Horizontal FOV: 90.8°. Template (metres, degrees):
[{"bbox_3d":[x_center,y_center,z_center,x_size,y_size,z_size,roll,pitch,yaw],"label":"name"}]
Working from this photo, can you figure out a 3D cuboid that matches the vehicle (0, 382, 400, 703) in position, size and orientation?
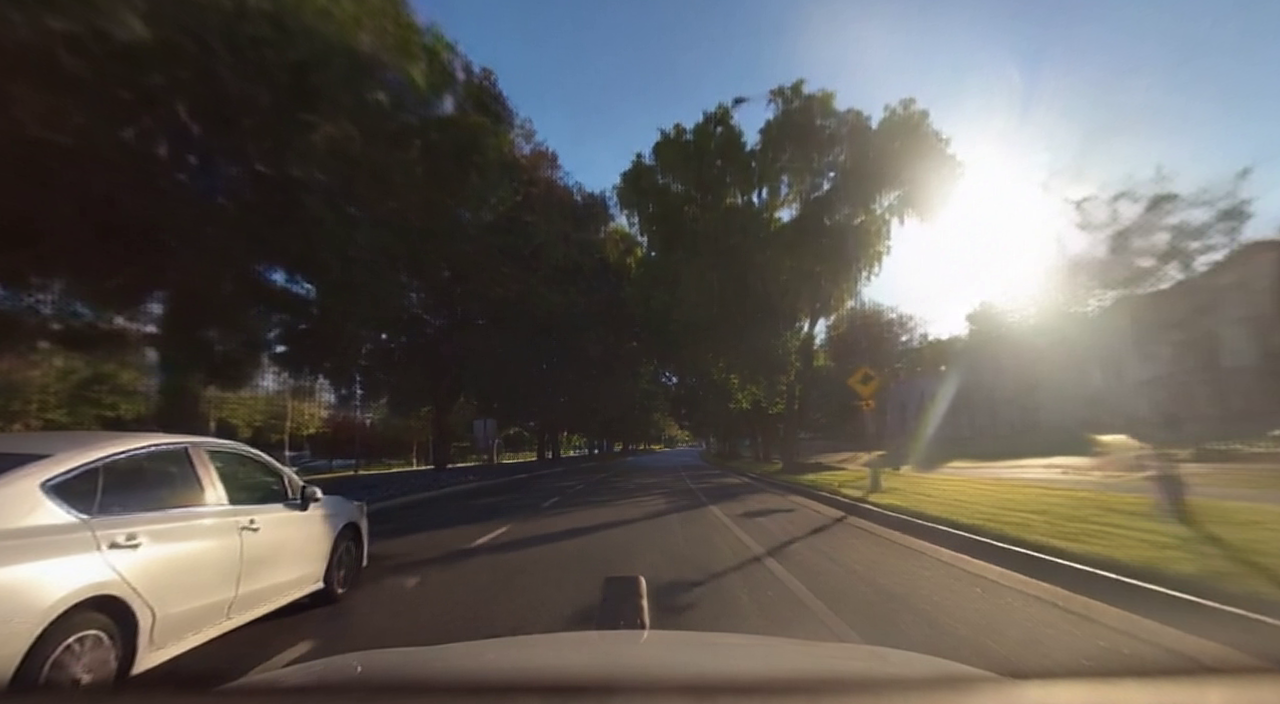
[{"bbox_3d":[-3.249,1.097,3.767,1.915,1.521,4.283,0,-8,0],"label":"vehicle"}]
